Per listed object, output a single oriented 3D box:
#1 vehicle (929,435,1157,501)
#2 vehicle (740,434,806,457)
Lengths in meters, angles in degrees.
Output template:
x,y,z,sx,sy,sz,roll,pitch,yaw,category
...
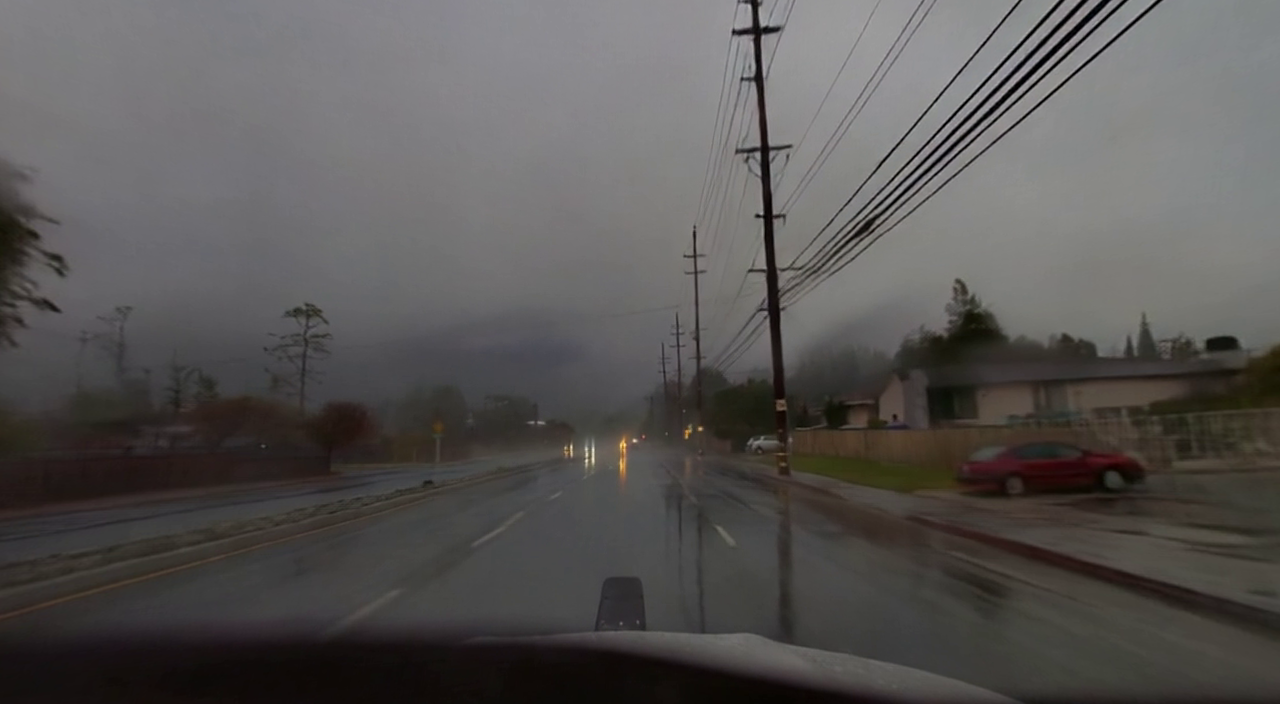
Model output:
x,y,z,sx,sy,sz,roll,pitch,yaw,category
9.291,2.678,14.797,4.159,1.408,1.822,1,-8,-5,vehicle
9.871,6.992,47.189,4.387,1.680,1.958,1,-8,-3,vehicle
